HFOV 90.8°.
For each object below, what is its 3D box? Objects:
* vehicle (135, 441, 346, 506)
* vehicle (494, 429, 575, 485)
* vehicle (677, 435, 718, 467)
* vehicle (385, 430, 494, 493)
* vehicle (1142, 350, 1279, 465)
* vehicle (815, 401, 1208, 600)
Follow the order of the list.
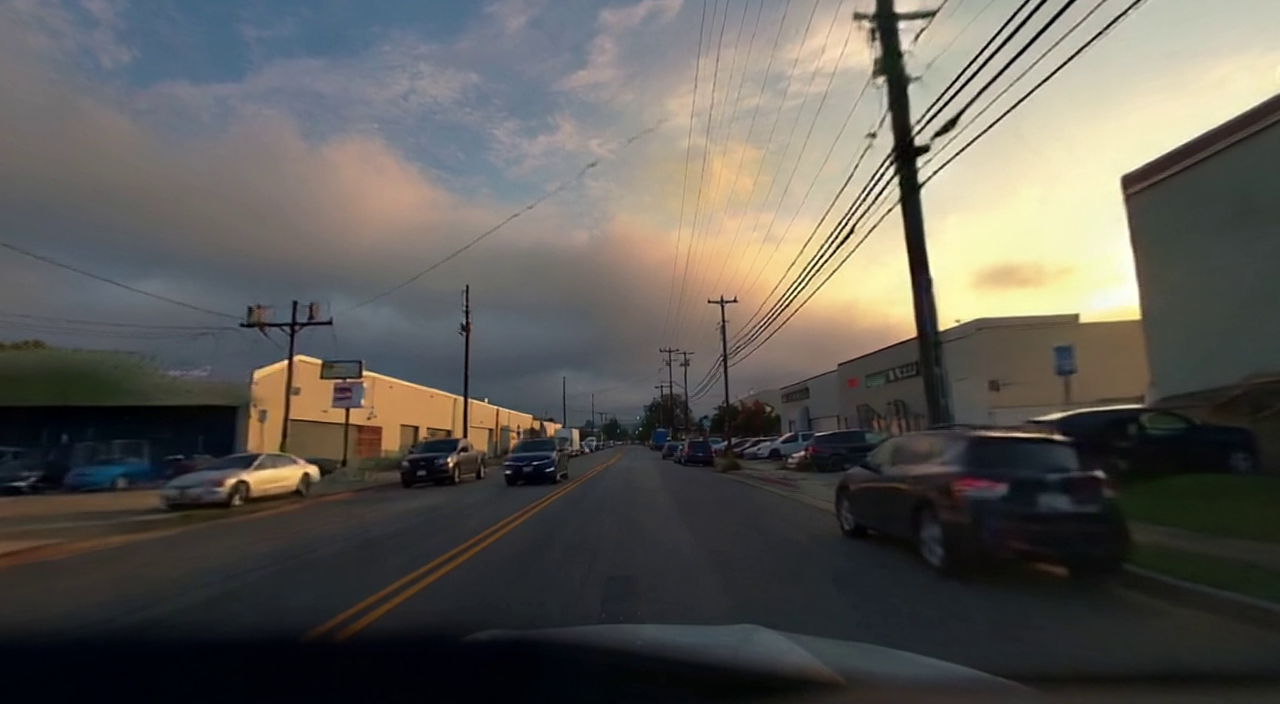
[{"bbox_3d":[-11.536,3.516,18.765,4.936,1.703,1.959,3,-9,-23],"label":"vehicle"},{"bbox_3d":[-3.839,3.937,23.912,2.229,1.889,4.816,0,-8,0],"label":"vehicle"},{"bbox_3d":[3.753,6.640,42.541,2.333,1.967,6.008,0,-8,1],"label":"vehicle"},{"bbox_3d":[-8.044,4.419,26.164,2.530,2.110,6.445,-3,-8,-1],"label":"vehicle"},{"bbox_3d":[24.953,2.001,22.713,11.030,3.852,2.886,-1,-9,0],"label":"vehicle"},{"bbox_3d":[3.913,1.643,7.911,2.092,1.730,4.595,0,-8,0],"label":"vehicle"}]
